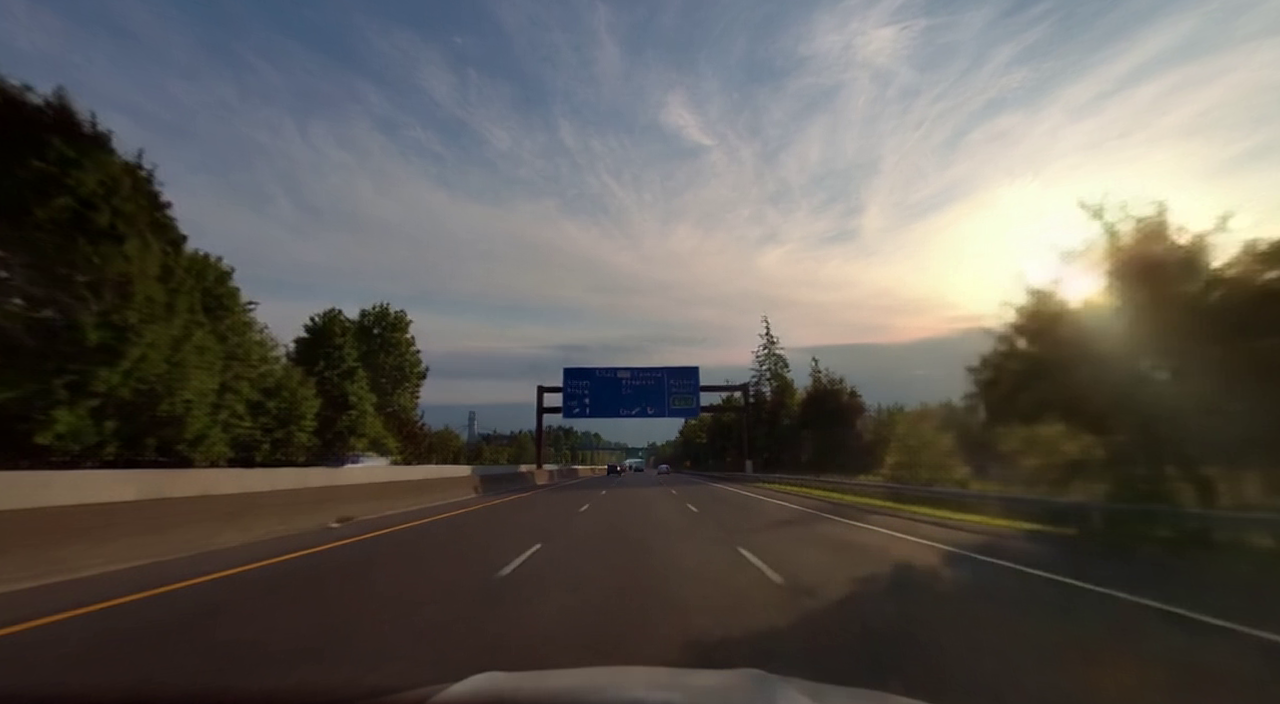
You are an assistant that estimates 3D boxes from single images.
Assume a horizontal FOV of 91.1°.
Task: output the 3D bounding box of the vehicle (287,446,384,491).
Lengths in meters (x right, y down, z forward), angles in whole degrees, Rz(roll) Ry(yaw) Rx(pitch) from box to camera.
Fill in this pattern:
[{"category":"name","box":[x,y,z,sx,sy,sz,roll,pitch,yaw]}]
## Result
[{"category":"vehicle","box":[-15.120,5.853,31.575,2.360,1.999,4.727,0,-10,1]}]
